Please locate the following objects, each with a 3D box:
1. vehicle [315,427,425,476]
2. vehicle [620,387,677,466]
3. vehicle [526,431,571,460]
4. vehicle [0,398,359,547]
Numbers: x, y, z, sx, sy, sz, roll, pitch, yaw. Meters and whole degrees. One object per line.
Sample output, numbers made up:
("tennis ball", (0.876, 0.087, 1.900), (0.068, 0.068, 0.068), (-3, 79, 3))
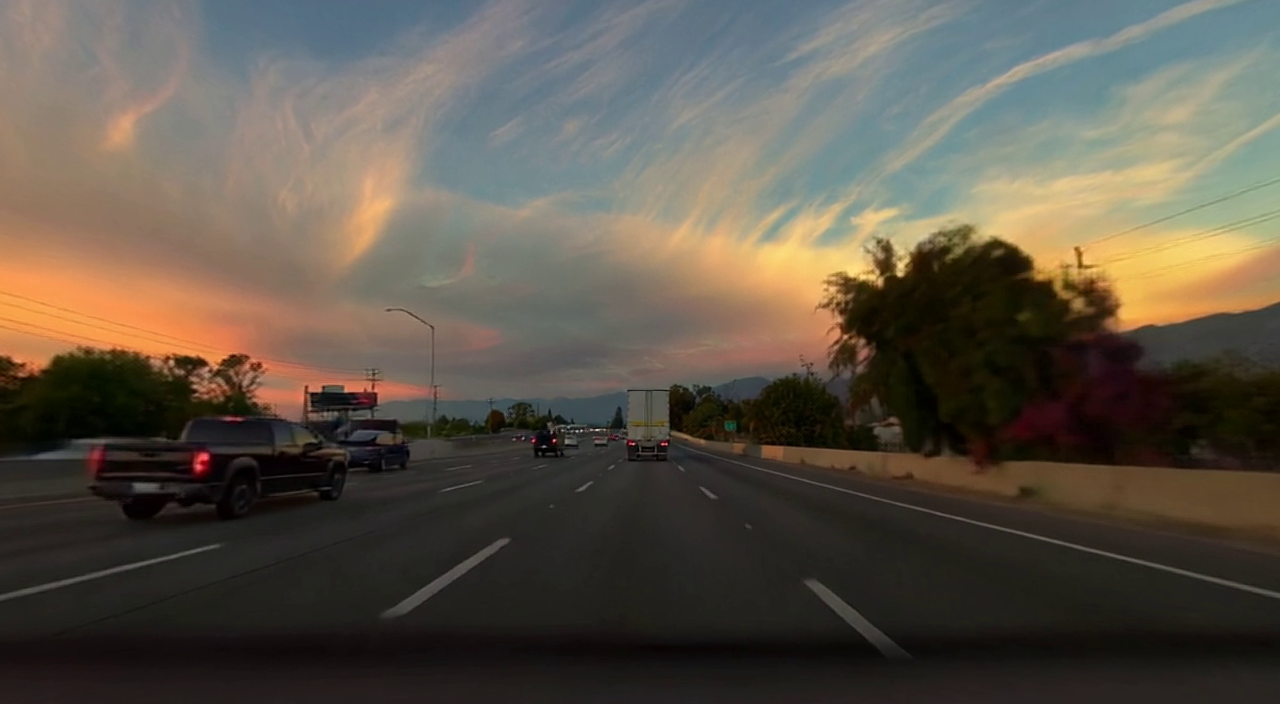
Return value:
("vehicle", (-10.776, 4.025, 25.719), (2.010, 1.766, 5.365), (0, -8, 1))
("vehicle", (0.649, 4.607, 37.979), (2.879, 4.027, 11.243), (0, -8, 2))
("vehicle", (-6.466, 6.685, 45.301), (2.263, 1.936, 5.802), (0, -8, 1))
("vehicle", (-7.059, 1.889, 10.601), (2.197, 1.847, 5.364), (0, -8, 0))
